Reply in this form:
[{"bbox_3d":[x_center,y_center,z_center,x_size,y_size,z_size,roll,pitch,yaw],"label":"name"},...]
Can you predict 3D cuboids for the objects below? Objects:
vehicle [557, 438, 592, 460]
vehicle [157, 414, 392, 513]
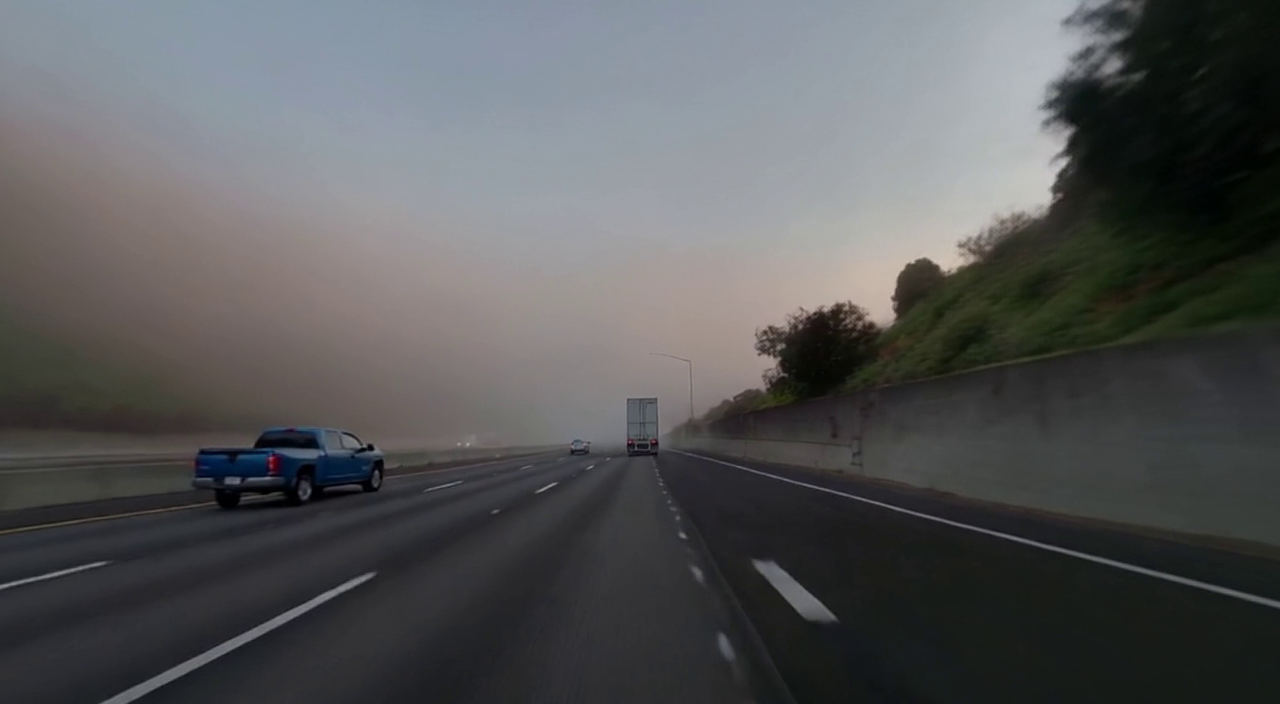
[{"bbox_3d":[-4.526,6.765,44.136,1.983,1.508,4.060,0,-8,1],"label":"vehicle"},{"bbox_3d":[-7.865,2.446,14.454,2.113,1.837,5.339,0,-8,1],"label":"vehicle"}]
